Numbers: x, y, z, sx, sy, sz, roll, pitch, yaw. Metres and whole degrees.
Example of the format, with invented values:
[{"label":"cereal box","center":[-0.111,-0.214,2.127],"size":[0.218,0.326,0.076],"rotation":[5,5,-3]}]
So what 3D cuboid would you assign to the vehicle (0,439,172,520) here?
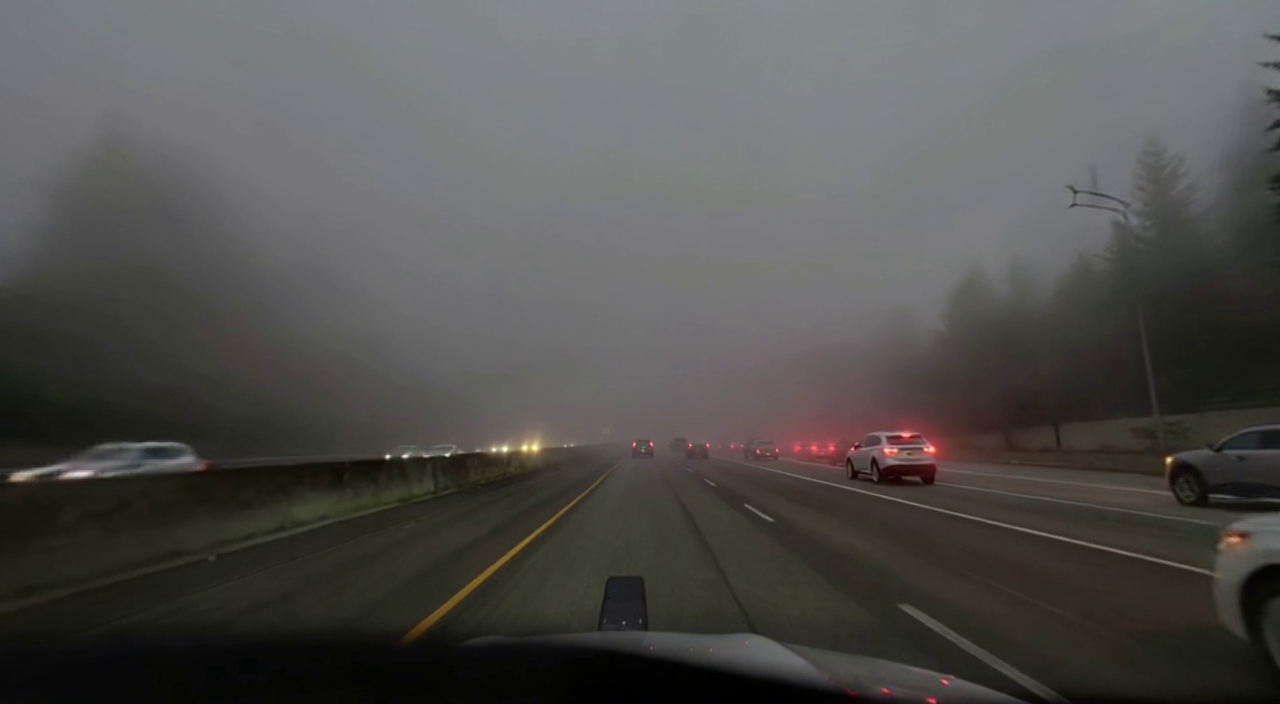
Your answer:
[{"label":"vehicle","center":[-13.576,2.887,14.877],"size":[1.847,1.610,4.188],"rotation":[0,-8,0]}]

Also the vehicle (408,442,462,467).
[{"label":"vehicle","center":[-13.789,6.909,42.704],"size":[2.103,1.542,4.434],"rotation":[0,-8,0]}]

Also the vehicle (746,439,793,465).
[{"label":"vehicle","center":[7.990,6.210,39.365],"size":[1.919,1.476,4.303],"rotation":[0,-8,-1]}]

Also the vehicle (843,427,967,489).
[{"label":"vehicle","center":[8.101,3.282,19.800],"size":[1.986,1.703,4.226],"rotation":[0,-8,-1]}]

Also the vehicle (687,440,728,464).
[{"label":"vehicle","center":[4.329,6.496,41.125],"size":[2.118,1.438,4.312],"rotation":[0,-8,-1]}]

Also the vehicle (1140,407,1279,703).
[{"label":"vehicle","center":[4.153,0.750,1.229],"size":[2.223,1.483,5.075],"rotation":[0,-8,0]}]

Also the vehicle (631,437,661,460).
[{"label":"vehicle","center":[0.470,7.120,46.609],"size":[2.124,1.639,4.122],"rotation":[0,-8,1]}]
